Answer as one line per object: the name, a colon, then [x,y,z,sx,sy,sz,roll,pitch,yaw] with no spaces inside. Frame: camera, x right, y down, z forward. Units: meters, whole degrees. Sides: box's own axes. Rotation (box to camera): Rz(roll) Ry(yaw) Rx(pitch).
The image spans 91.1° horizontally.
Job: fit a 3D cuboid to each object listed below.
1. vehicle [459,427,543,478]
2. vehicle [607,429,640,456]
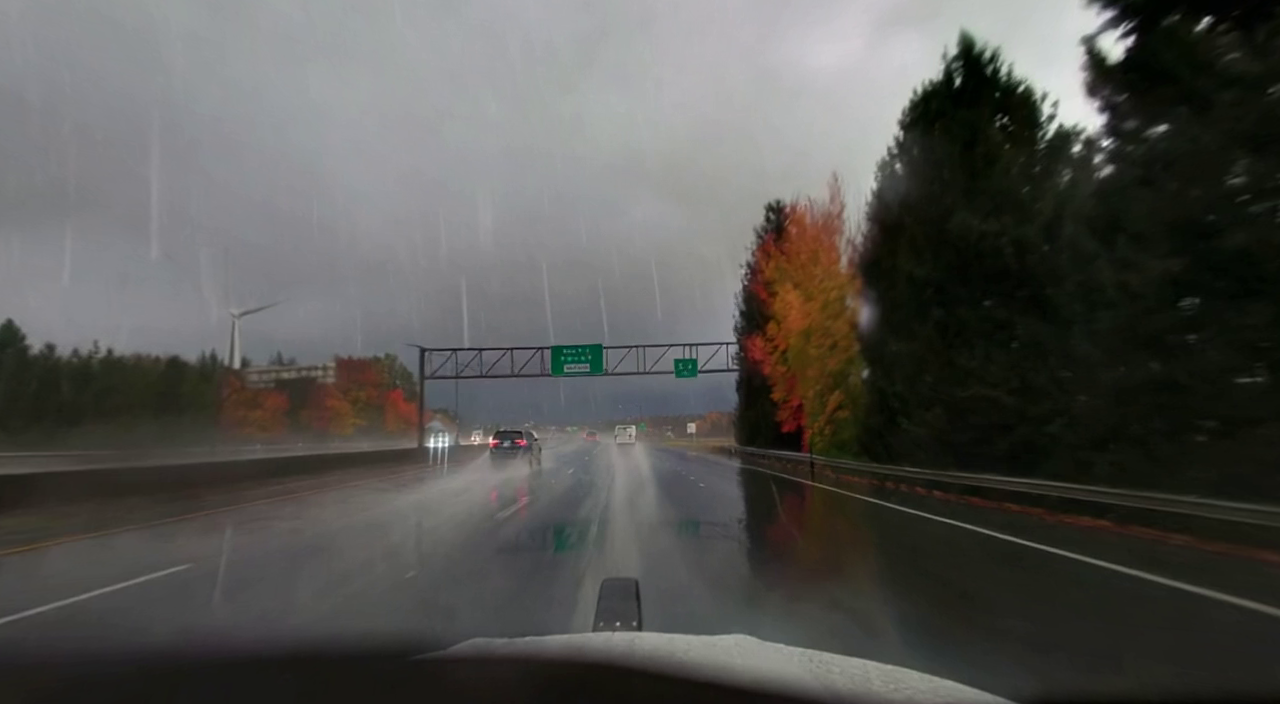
vehicle: [-4.826,3.519,22.399,2.062,1.622,4.153,0,-8,0]
vehicle: [-1.170,6.378,44.525,2.213,1.774,4.563,0,-8,-1]
